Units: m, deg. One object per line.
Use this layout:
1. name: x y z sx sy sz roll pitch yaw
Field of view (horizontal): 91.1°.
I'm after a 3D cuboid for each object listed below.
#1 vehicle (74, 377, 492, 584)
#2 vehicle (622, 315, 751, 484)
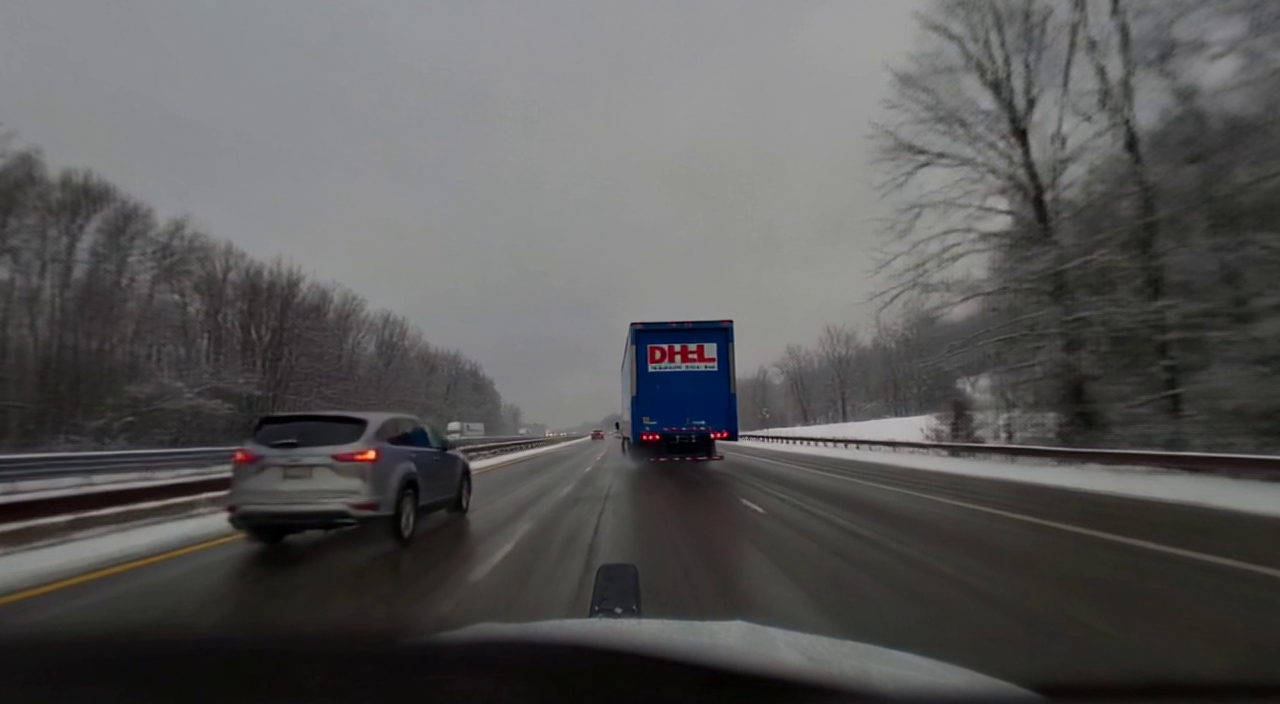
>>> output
1. vehicle: -3.706 1.457 8.112 2.394 1.787 5.186 0 -8 -1
2. vehicle: 1.018 1.745 20.153 3.011 4.211 8.926 0 -8 -3
